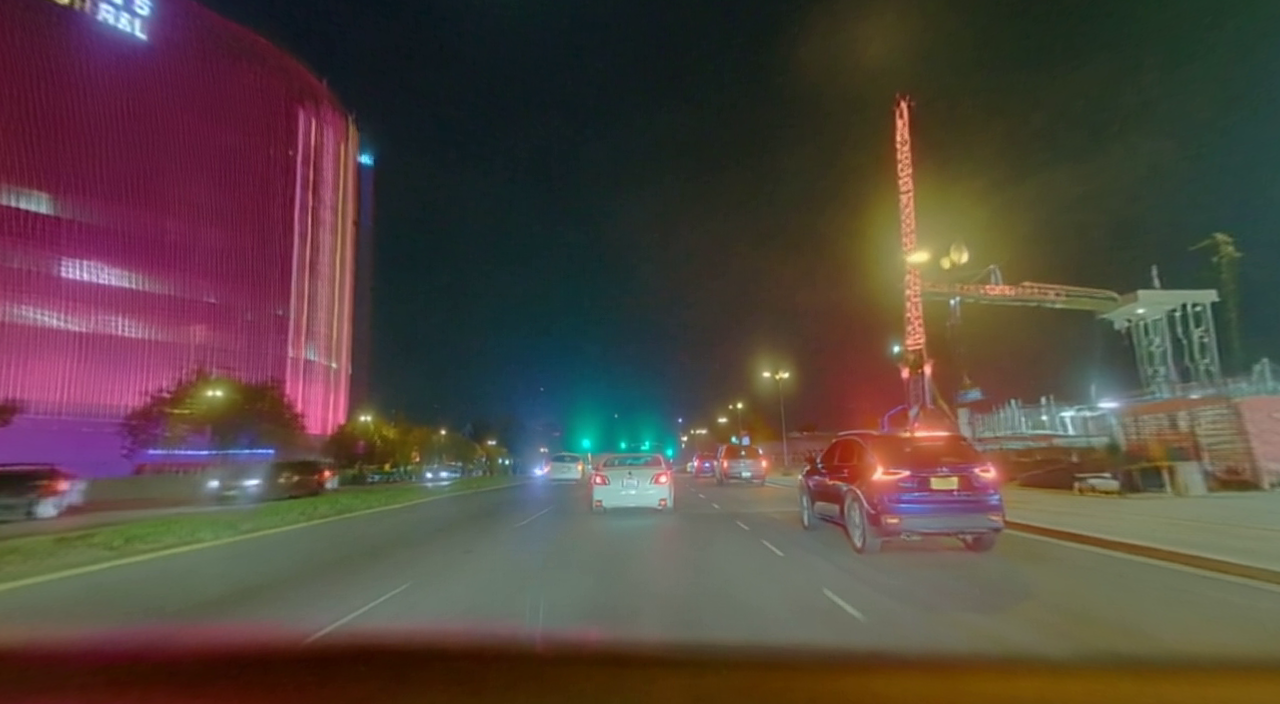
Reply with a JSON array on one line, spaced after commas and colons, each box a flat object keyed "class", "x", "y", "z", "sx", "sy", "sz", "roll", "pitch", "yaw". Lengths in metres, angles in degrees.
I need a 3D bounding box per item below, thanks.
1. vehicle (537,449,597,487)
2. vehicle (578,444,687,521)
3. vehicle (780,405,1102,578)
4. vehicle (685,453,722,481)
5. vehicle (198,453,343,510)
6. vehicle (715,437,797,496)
[{"class": "vehicle", "x": -3.427, "y": 5.523, "z": 30.399, "sx": 2.201, "sy": 1.691, "sz": 4.305, "roll": 0, "pitch": -8, "yaw": 2}, {"class": "vehicle", "x": -0.108, "y": 2.890, "z": 14.558, "sx": 2.131, "sy": 1.496, "sz": 4.193, "roll": 0, "pitch": -8, "yaw": 1}, {"class": "vehicle", "x": 3.726, "y": 1.836, "z": 9.174, "sx": 2.185, "sy": 1.797, "sz": 4.934, "roll": 0, "pitch": -8, "yaw": 0}, {"class": "vehicle", "x": 4.091, "y": 7.472, "z": 41.167, "sx": 2.115, "sy": 1.636, "sz": 4.104, "roll": 0, "pitch": -8, "yaw": 1}, {"class": "vehicle", "x": -12.718, "y": 4.433, "z": 22.186, "sx": 2.202, "sy": 1.714, "sz": 4.509, "roll": -1, "pitch": -8, "yaw": 3}, {"class": "vehicle", "x": 4.076, "y": 4.099, "z": 23.097, "sx": 2.124, "sy": 1.896, "sz": 4.914, "roll": 0, "pitch": -8, "yaw": 1}]
